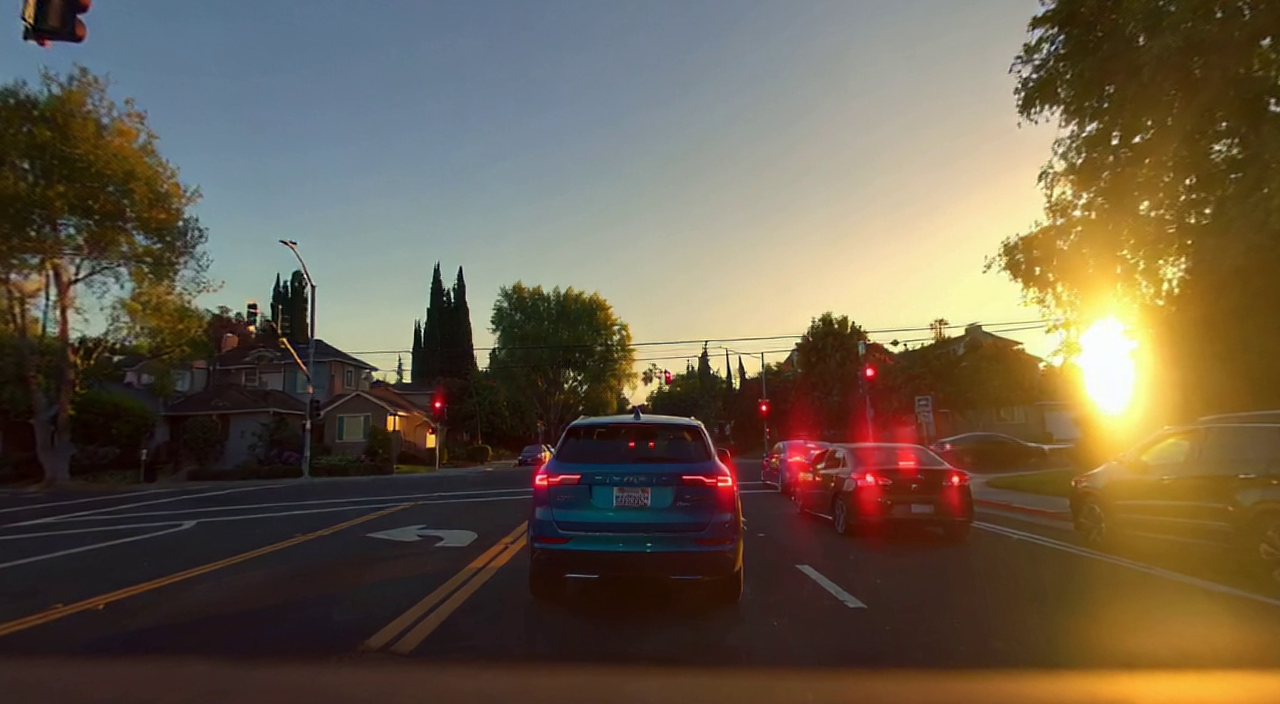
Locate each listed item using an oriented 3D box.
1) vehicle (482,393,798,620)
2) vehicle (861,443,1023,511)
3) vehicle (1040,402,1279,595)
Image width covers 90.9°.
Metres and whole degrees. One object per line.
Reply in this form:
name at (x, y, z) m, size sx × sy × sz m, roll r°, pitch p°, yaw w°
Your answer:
vehicle at (0.033, 1.460, 6.910) m, size 2.322 × 1.667 × 4.367 m, roll 0°, pitch -8°, yaw 1°
vehicle at (7.286, 3.010, 15.805) m, size 1.860 × 1.436 × 4.479 m, roll 0°, pitch -8°, yaw 0°
vehicle at (7.023, 1.542, 7.044) m, size 1.989 × 1.791 × 4.735 m, roll 0°, pitch -8°, yaw 0°
